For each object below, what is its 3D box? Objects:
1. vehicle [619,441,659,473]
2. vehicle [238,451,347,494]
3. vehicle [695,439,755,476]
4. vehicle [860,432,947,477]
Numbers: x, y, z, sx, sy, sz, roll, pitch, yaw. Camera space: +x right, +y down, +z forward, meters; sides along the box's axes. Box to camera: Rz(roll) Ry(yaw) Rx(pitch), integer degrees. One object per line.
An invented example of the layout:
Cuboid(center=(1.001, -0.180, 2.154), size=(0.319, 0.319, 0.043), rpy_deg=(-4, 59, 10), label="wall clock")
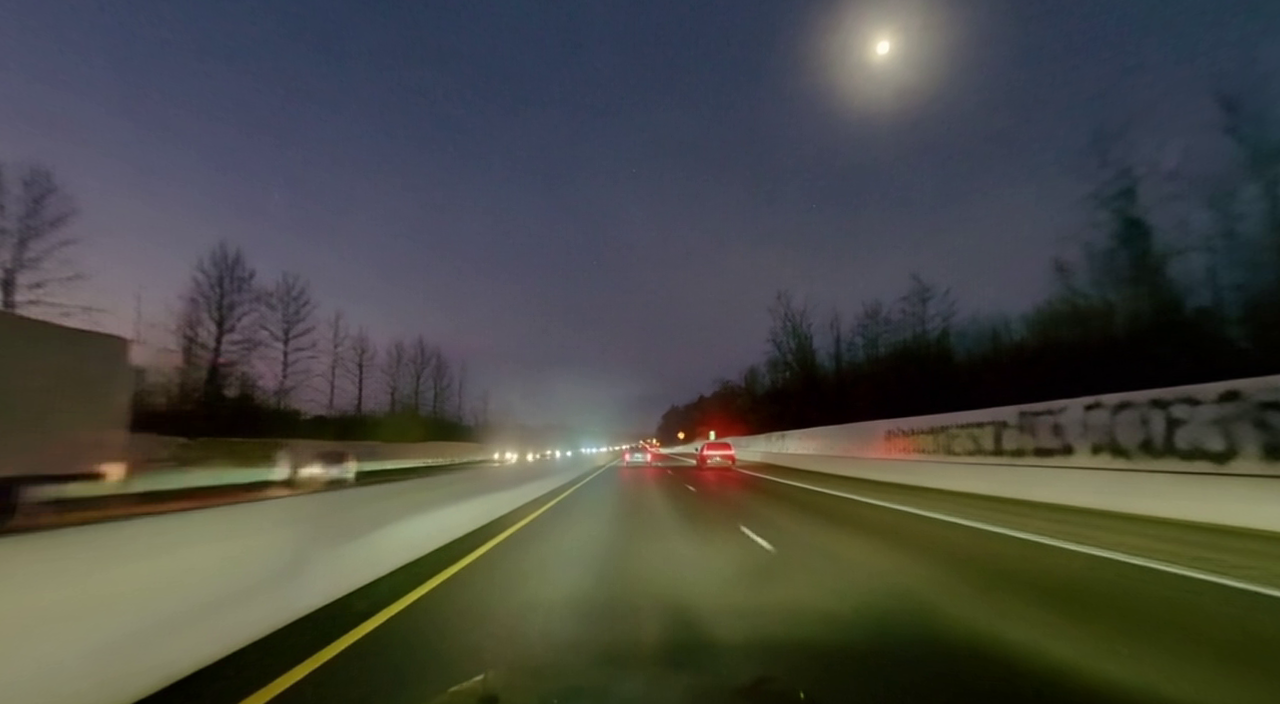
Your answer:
Cuboid(center=(-0.079, 5.836, 35.079), size=(2.095, 1.671, 4.219), rpy_deg=(0, -9, -1), label="vehicle")
Cuboid(center=(-13.884, 4.807, 25.408), size=(1.853, 1.494, 4.518), rpy_deg=(0, -9, -1), label="vehicle")
Cuboid(center=(4.057, 5.119, 30.619), size=(2.303, 1.614, 4.154), rpy_deg=(-1, -9, 0), label="vehicle")
Cuboid(center=(10.310, 4.044, 24.866), size=(1.797, 1.588, 3.848), rpy_deg=(-1, -9, 1), label="vehicle")
